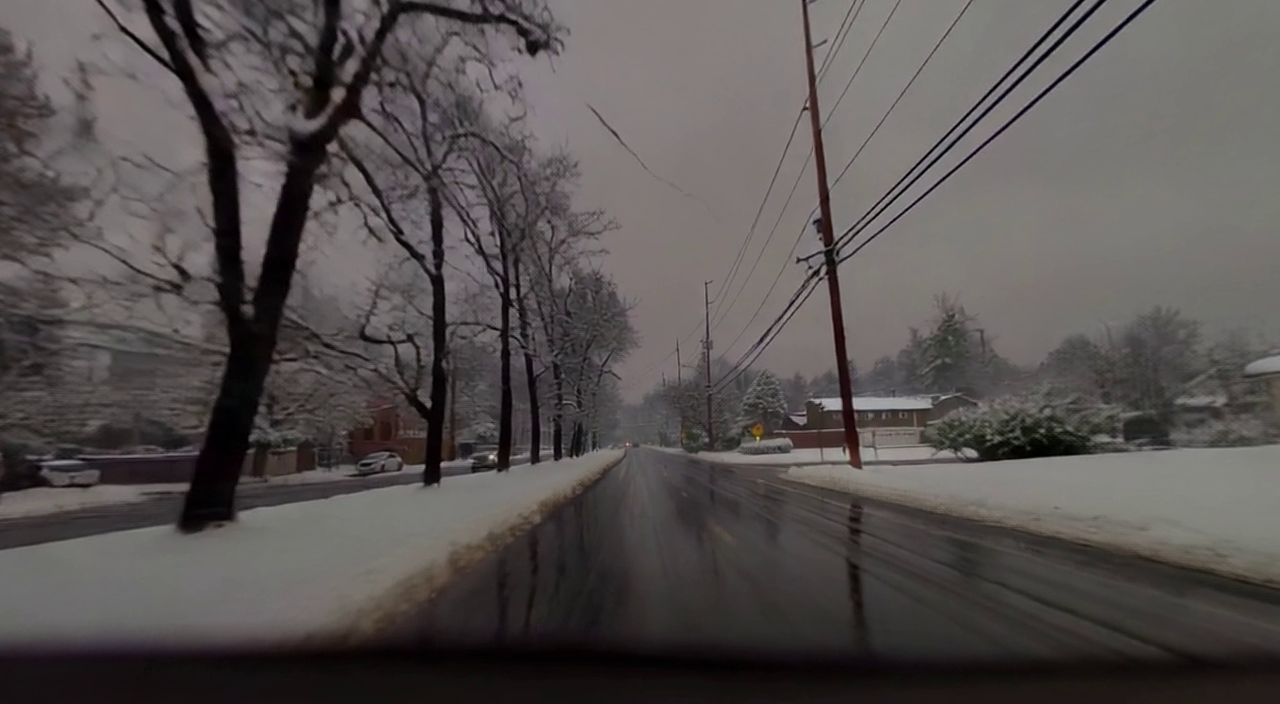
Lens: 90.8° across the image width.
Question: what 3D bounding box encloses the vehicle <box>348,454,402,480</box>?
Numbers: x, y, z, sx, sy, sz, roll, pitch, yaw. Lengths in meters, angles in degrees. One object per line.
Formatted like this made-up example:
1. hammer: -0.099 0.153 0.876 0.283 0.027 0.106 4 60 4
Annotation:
1. vehicle: -19.098 8.273 45.699 1.955 1.584 4.664 -2 -8 0

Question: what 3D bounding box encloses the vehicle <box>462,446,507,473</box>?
1. vehicle: -10.394 7.163 42.487 1.933 1.709 4.063 0 -8 0

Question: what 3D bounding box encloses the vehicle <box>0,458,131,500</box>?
1. vehicle: -27.576 5.989 29.974 4.922 1.669 2.034 -2 -9 -3
